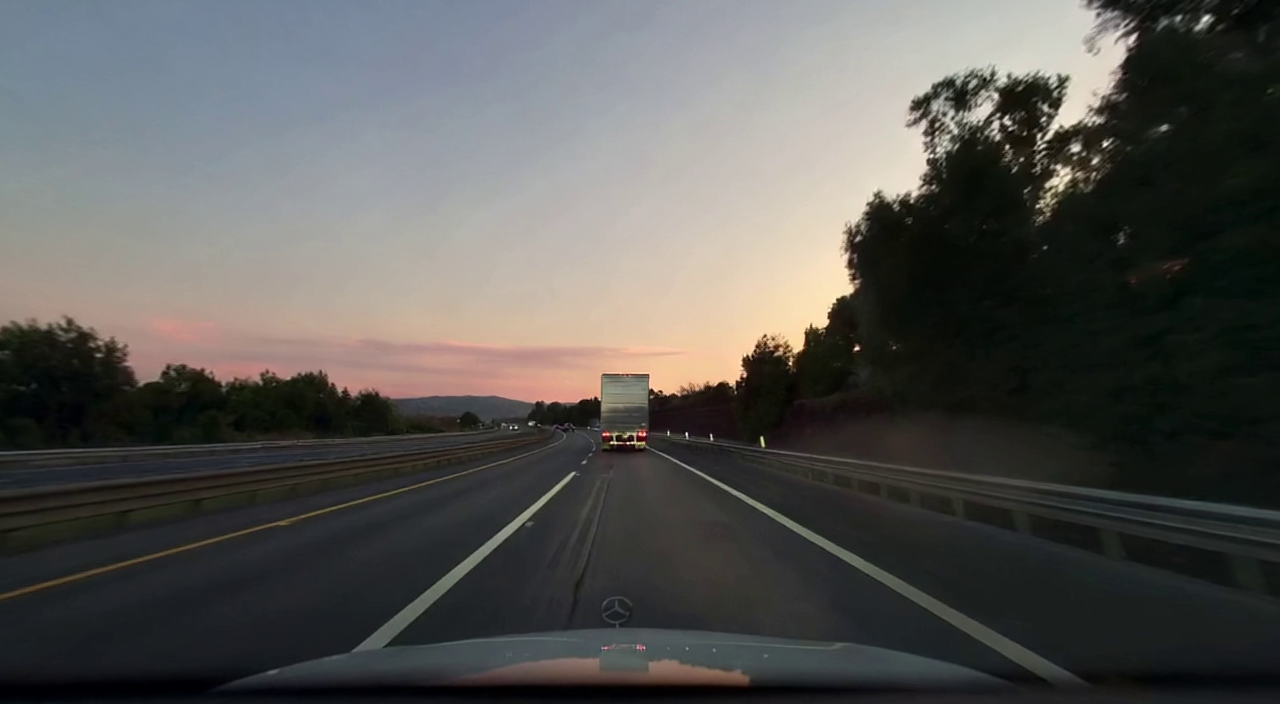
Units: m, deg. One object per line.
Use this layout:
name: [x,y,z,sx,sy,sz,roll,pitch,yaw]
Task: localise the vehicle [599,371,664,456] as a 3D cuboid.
vehicle: [-0.701,3.580,34.626,3.023,3.965,10.402,0,-8,-3]
